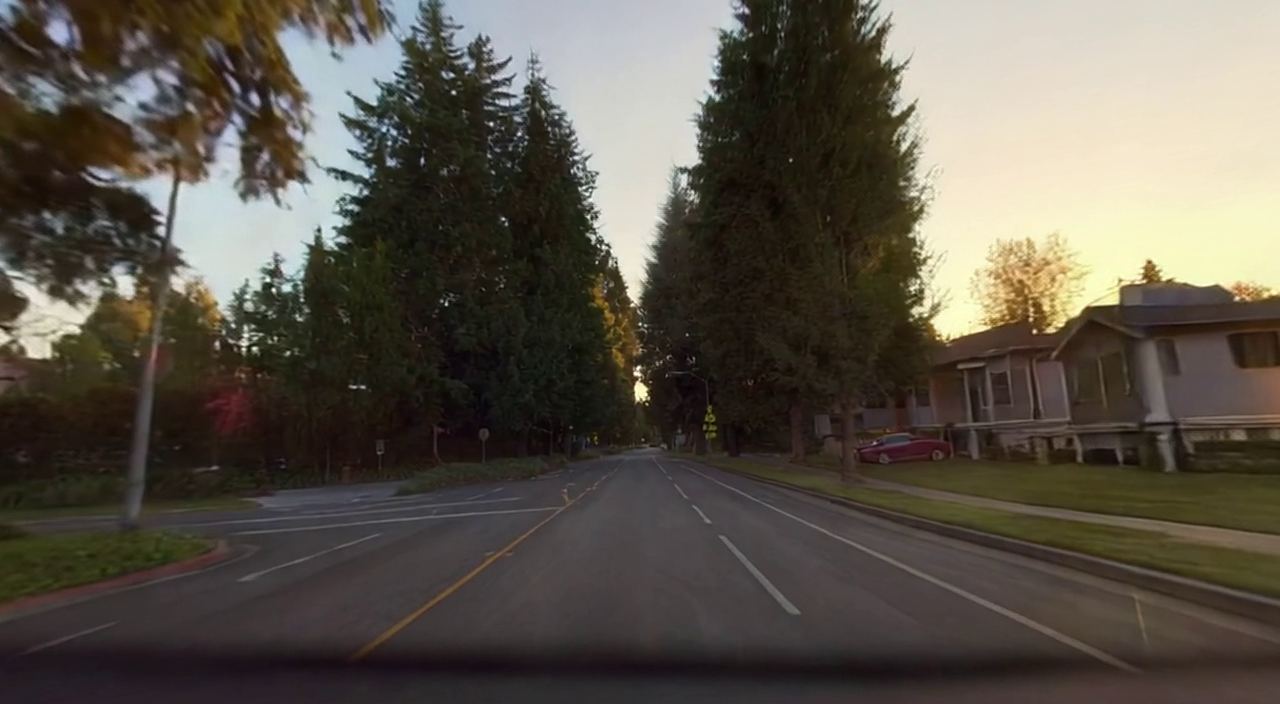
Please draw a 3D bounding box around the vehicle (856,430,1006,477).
[{"bbox_3d":[11.094,3.940,24.526,1.904,1.626,5.012,6,-11,-31],"label":"vehicle"}]

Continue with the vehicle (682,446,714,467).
[{"bbox_3d":[4.359,7.920,48.008,1.997,1.462,4.233,0,-9,0],"label":"vehicle"}]
